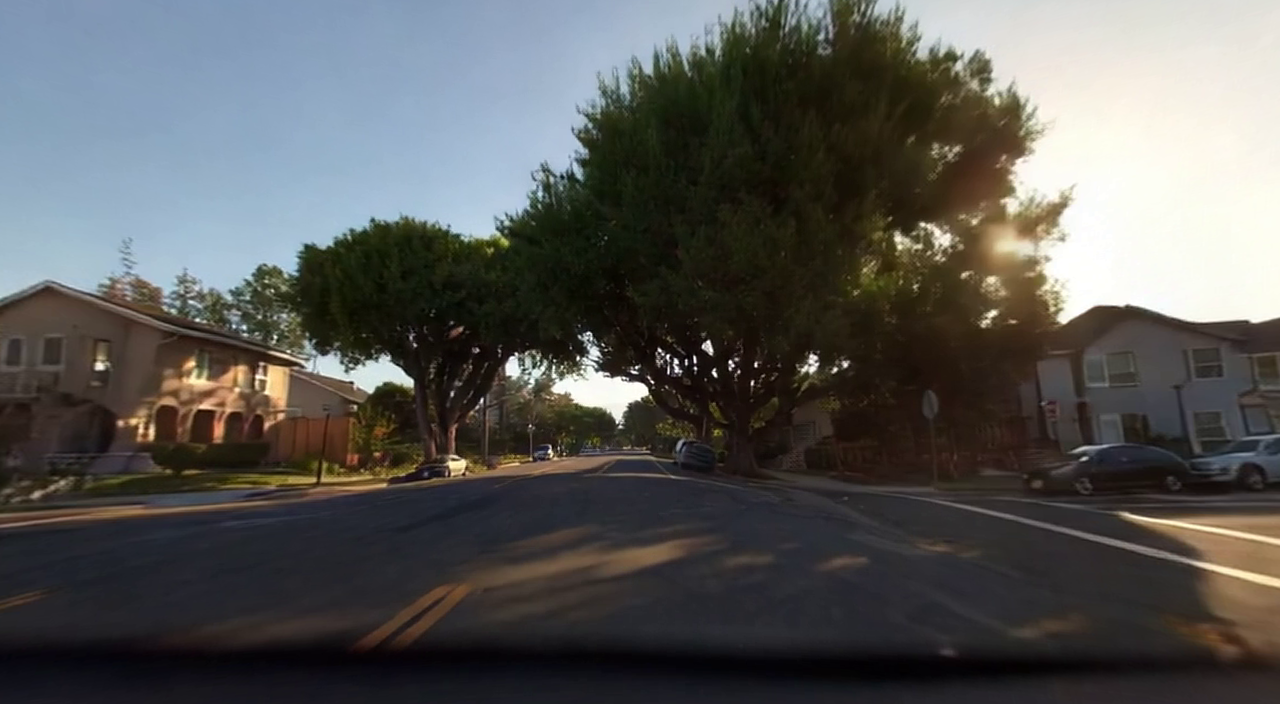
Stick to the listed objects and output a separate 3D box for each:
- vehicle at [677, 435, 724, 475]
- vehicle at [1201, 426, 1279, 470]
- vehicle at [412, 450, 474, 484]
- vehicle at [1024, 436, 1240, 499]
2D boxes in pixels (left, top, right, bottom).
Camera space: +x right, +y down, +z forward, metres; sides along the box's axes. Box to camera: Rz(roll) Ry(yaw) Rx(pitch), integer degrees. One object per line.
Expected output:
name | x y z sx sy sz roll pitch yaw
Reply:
vehicle | 3.772 6.618 40.658 2.504 2.114 6.073 6 -9 3
vehicle | 27.071 4.092 26.978 2.000 1.773 4.469 1 -8 -1
vehicle | -10.933 6.386 35.411 2.049 1.527 4.677 -4 -8 -1
vehicle | 14.382 3.386 18.714 4.635 1.706 1.954 0 -9 2
